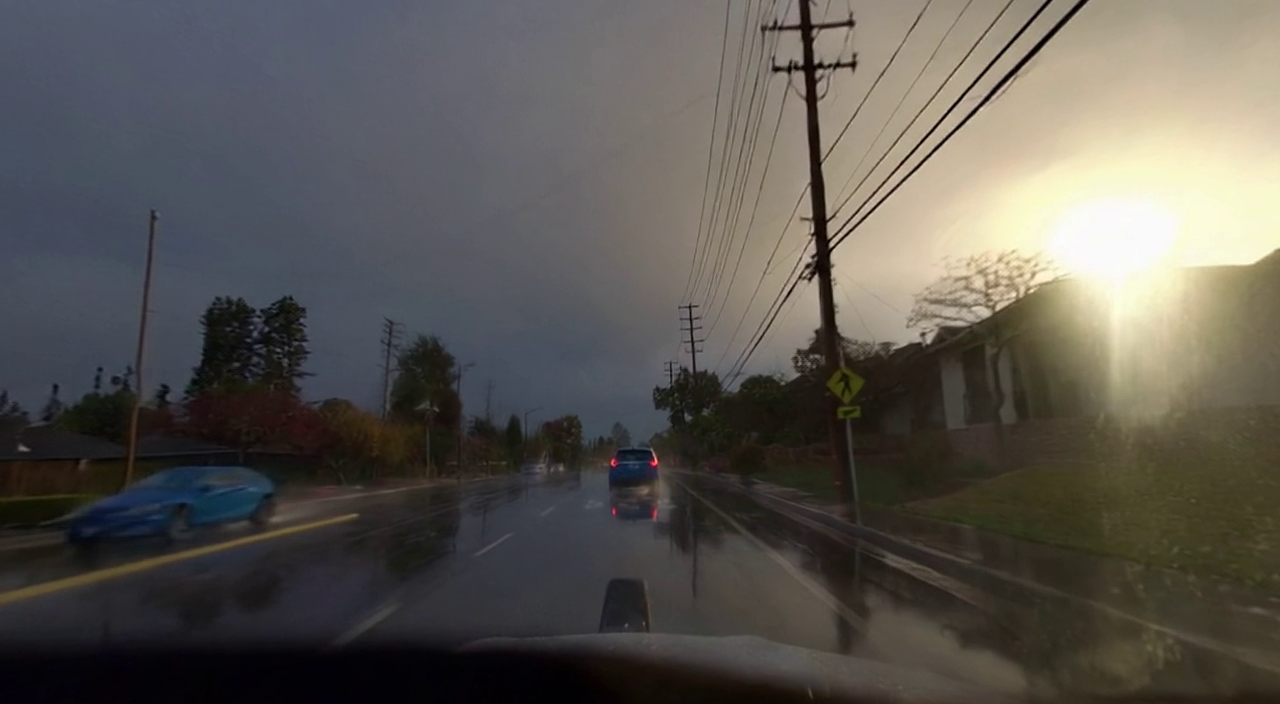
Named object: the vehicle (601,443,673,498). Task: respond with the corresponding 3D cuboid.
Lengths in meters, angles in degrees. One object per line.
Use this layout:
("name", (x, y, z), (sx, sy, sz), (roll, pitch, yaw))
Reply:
("vehicle", (-0.111, 3.942, 21.509), (2.200, 1.653, 4.127), (0, -8, 0))

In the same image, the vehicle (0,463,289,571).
("vehicle", (-9.082, 2.958, 12.092), (1.960, 1.490, 4.674), (0, -8, 0))
